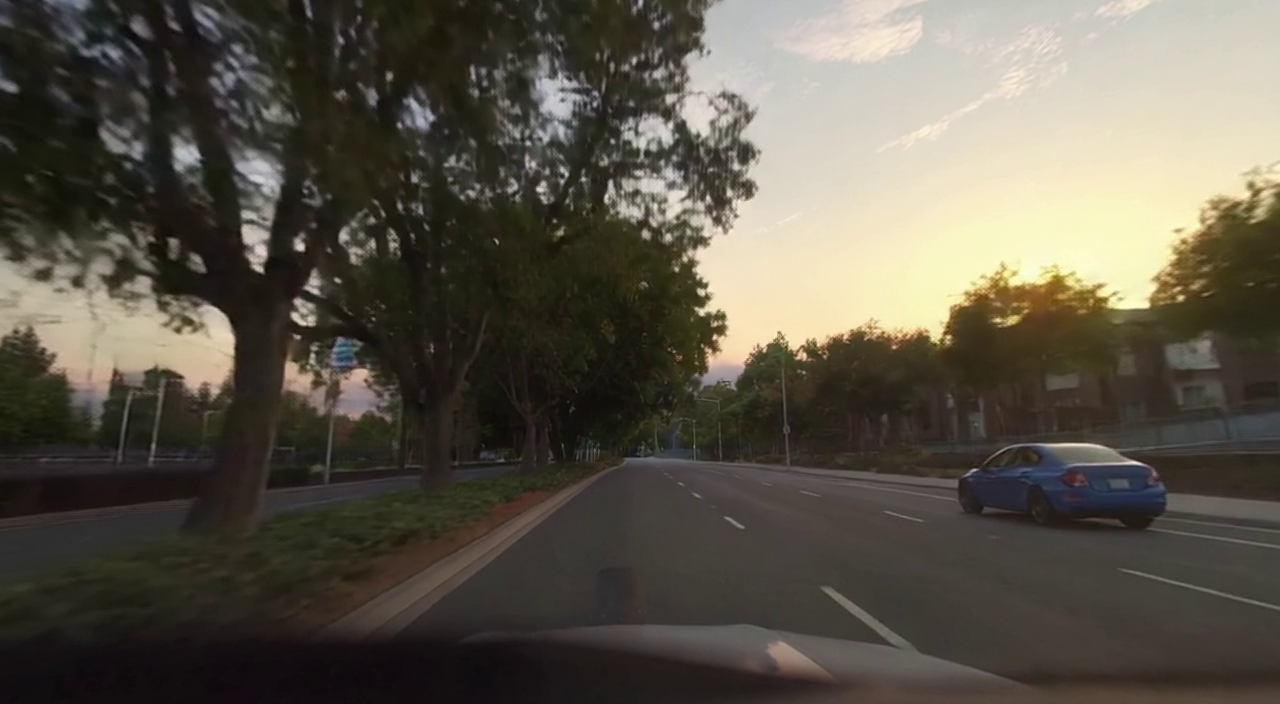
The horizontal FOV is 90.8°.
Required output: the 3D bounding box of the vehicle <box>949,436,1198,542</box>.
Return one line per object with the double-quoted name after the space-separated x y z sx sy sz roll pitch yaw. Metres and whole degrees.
7.193 2.262 10.992 1.797 1.518 3.433 0 -9 -1 "vehicle"
